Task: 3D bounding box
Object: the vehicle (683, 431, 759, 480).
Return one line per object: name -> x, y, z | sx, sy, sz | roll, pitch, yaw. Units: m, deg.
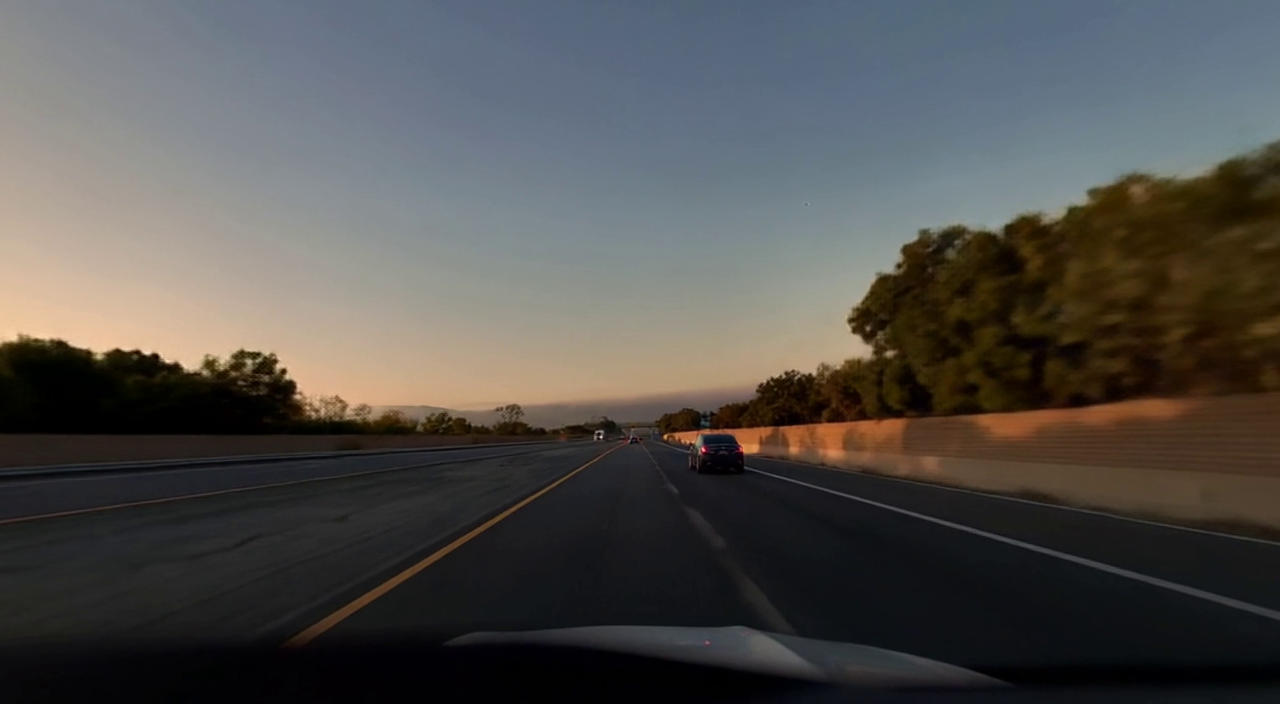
vehicle -> 2.803, 3.684, 22.804 | 2.084, 1.583, 4.420 | 0, -8, -1
